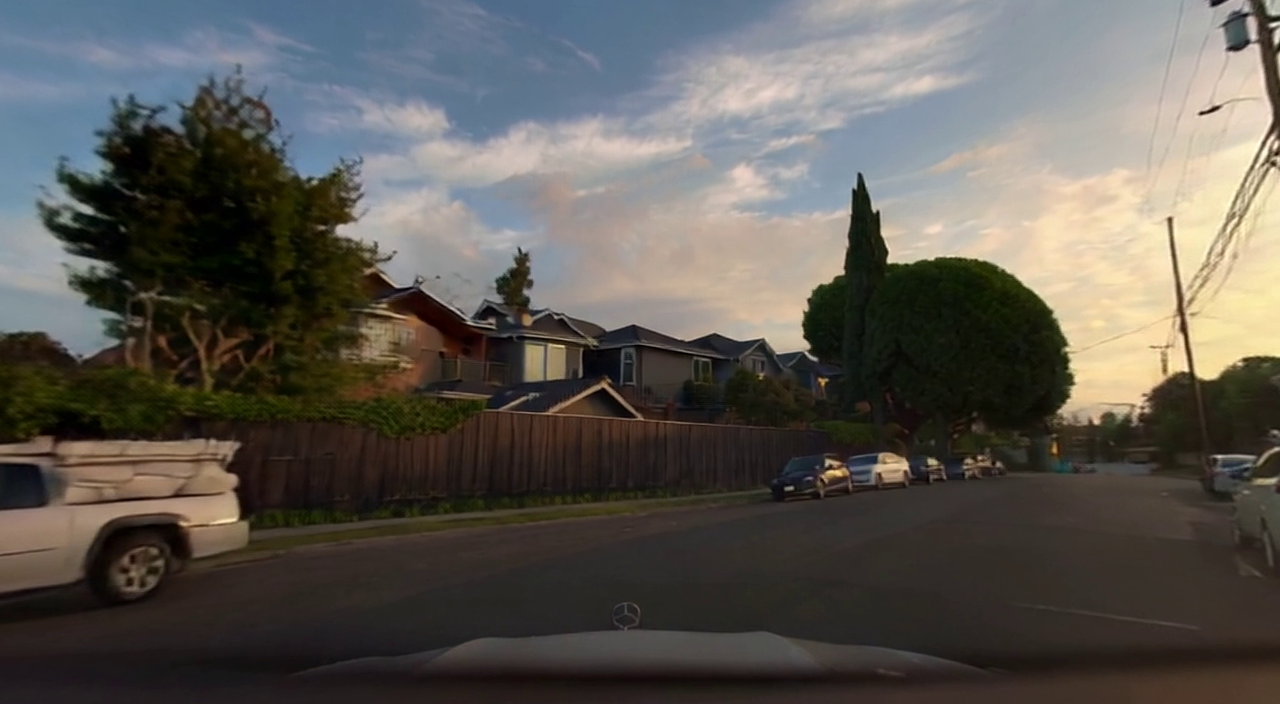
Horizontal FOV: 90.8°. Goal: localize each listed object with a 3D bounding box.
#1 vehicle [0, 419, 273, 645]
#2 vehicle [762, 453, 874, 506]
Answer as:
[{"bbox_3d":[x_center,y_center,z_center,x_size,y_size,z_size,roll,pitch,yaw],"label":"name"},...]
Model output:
[{"bbox_3d":[-5.437,1.290,4.694,2.082,1.547,4.217,-3,-9,21],"label":"vehicle"},{"bbox_3d":[5.964,4.092,20.810,1.930,1.478,4.731,-6,-11,36],"label":"vehicle"}]
